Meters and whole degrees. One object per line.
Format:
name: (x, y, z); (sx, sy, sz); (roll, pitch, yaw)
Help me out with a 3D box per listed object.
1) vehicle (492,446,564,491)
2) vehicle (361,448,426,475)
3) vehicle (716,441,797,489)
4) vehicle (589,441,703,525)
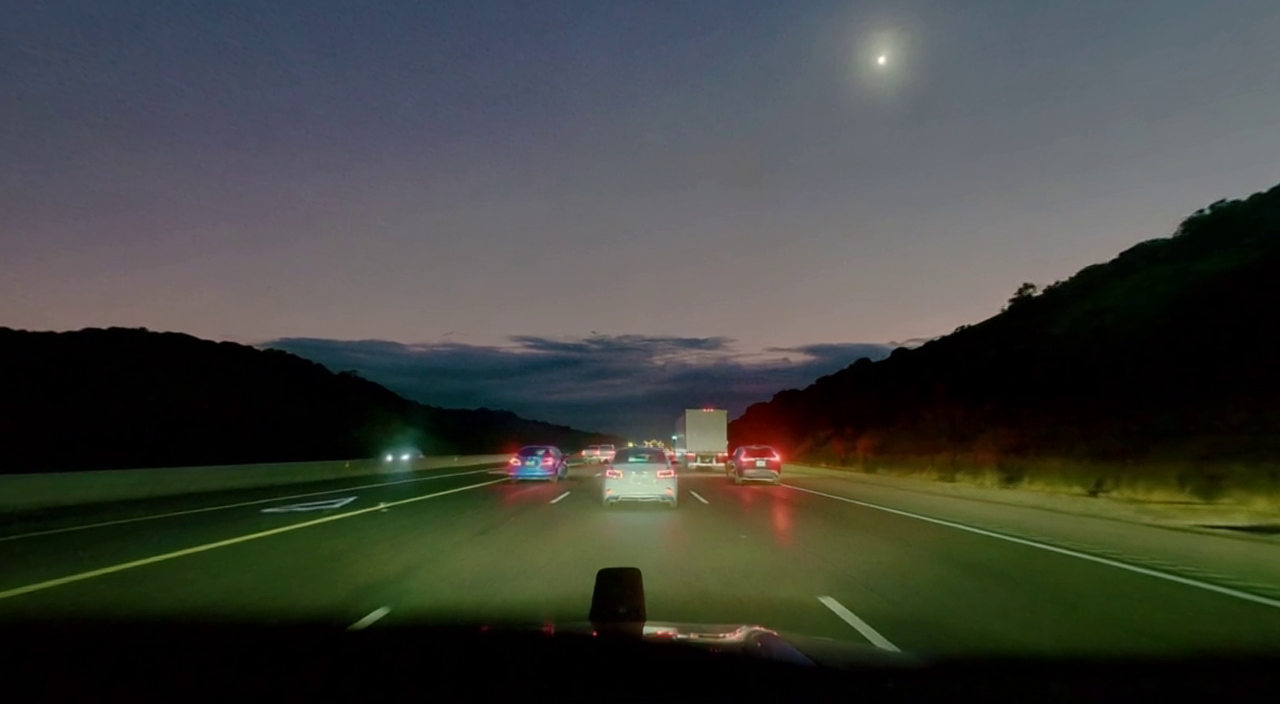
vehicle: (-4.013, 4.225, 23.200); (1.848, 1.486, 3.832); (-1, -9, 2)
vehicle: (-15.157, 6.739, 39.042); (1.959, 1.574, 4.844); (0, -9, 1)
vehicle: (4.117, 4.082, 23.052); (2.029, 1.579, 4.484); (0, -9, -1)
vehicle: (0.106, 2.641, 13.198); (2.041, 1.484, 3.535); (0, -9, 0)
